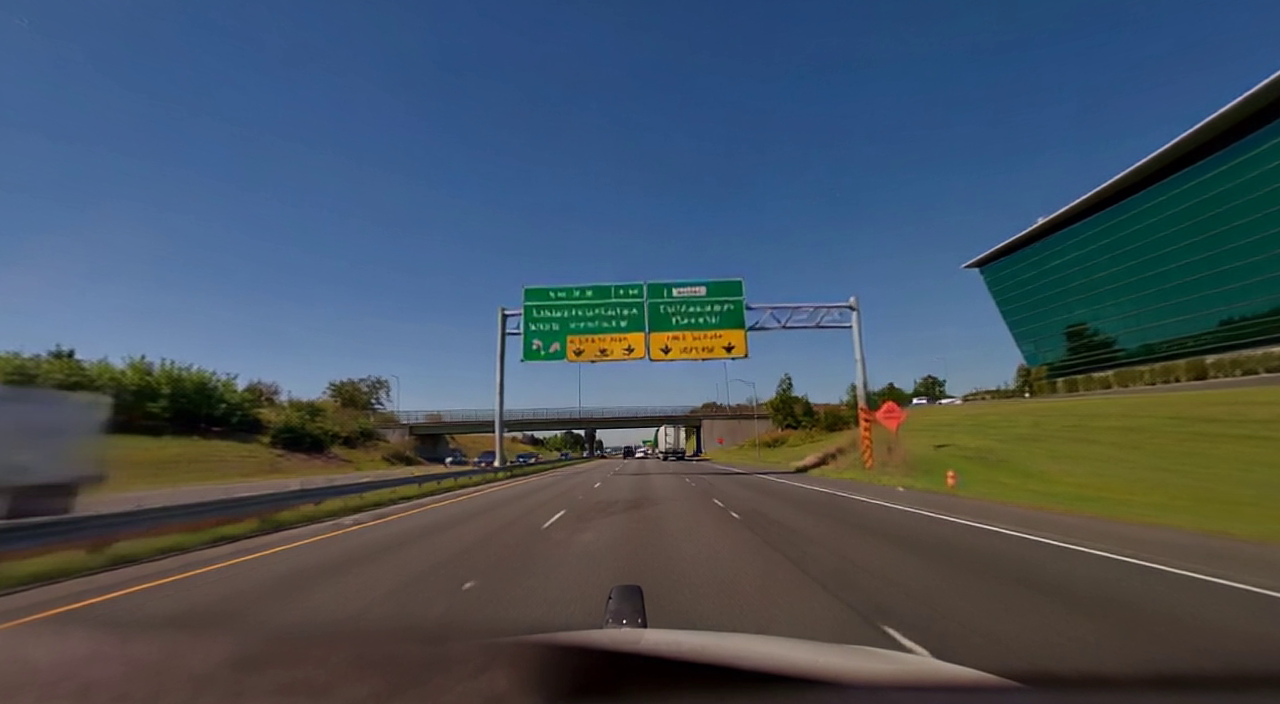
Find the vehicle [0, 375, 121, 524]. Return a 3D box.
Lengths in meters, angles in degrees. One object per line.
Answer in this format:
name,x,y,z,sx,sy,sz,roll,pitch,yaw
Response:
vehicle,-15.363,2.022,12.987,2.668,3.229,7.672,0,-9,0
